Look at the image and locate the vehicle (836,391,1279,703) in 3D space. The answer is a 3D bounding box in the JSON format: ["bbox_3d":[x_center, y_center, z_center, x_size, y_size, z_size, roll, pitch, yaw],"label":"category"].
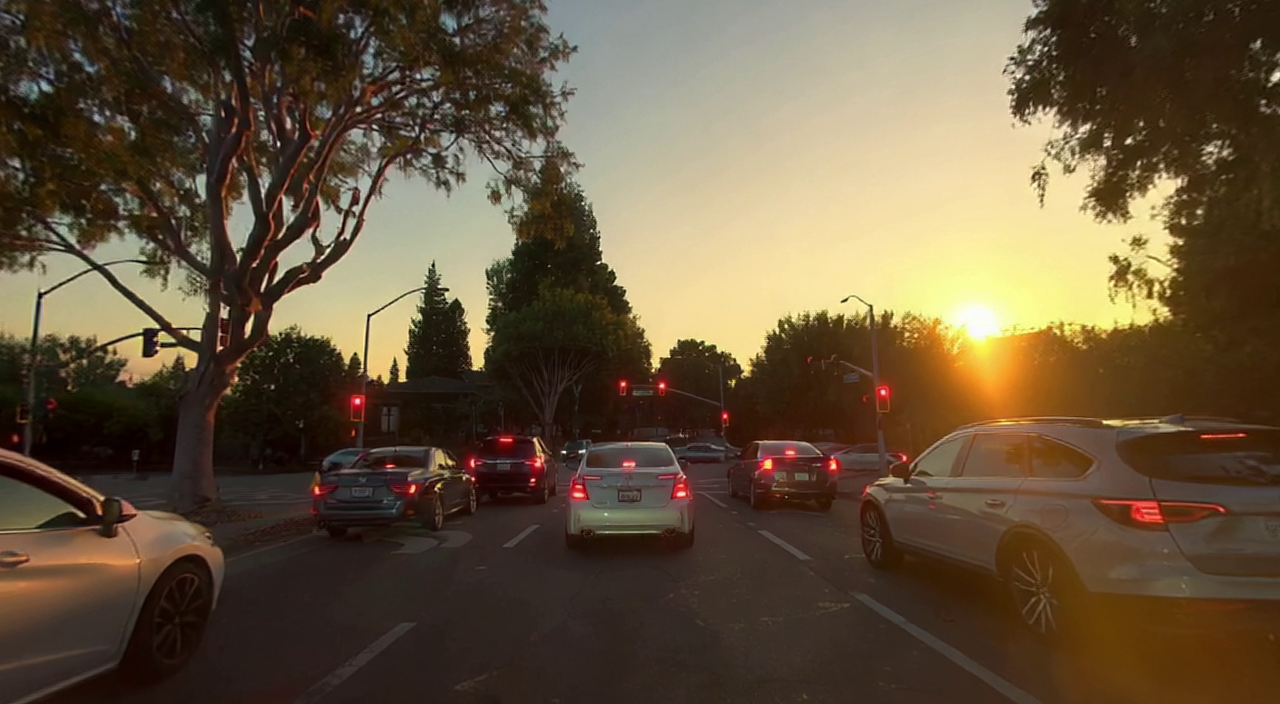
[{"bbox_3d":[3.390,1.307,5.424,1.933,1.564,4.600,0,-8,0],"label":"vehicle"}]

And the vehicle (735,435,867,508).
[{"bbox_3d":[3.645,2.786,15.256,1.922,1.472,4.440,0,-8,-1],"label":"vehicle"}]

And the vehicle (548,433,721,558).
[{"bbox_3d":[-0.076,2.009,9.589,2.061,1.470,3.970,0,-8,0],"label":"vehicle"}]

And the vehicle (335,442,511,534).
[{"bbox_3d":[-3.916,2.501,12.338,1.919,1.459,4.371,0,-8,-1],"label":"vehicle"}]

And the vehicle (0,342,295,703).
[{"bbox_3d":[-3.663,0.846,2.547,2.047,1.764,4.369,0,-8,0],"label":"vehicle"}]
